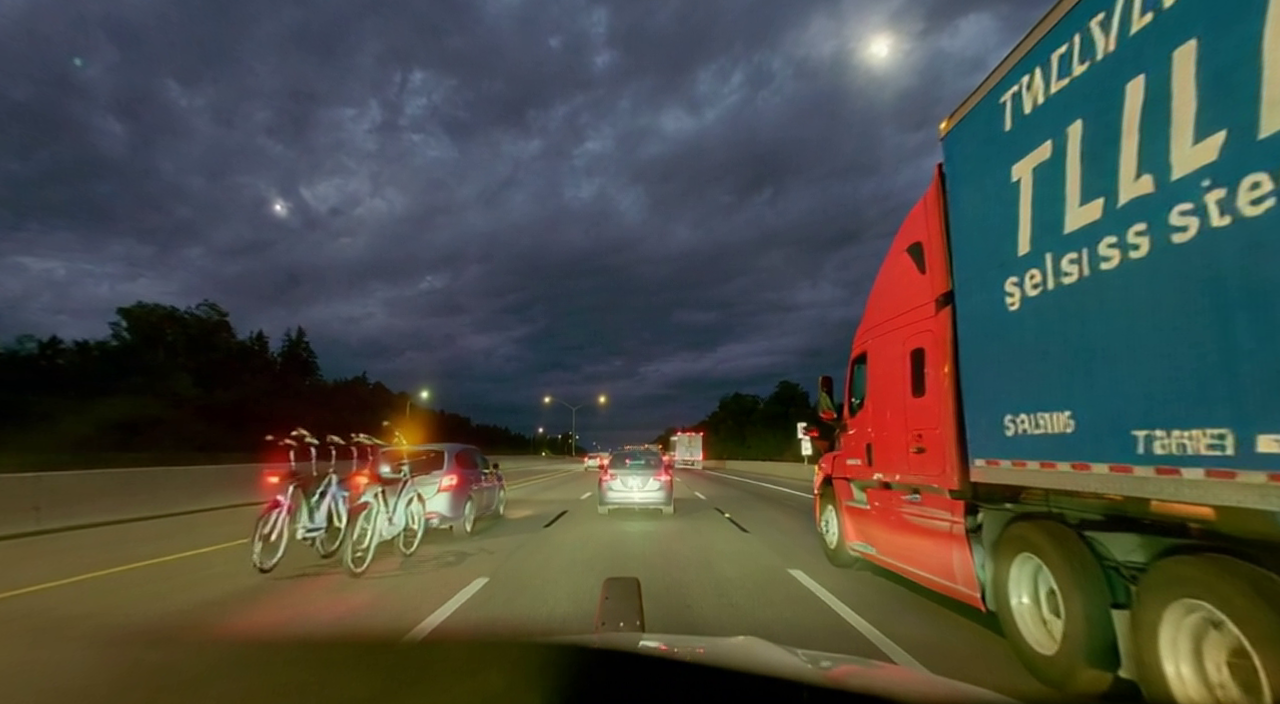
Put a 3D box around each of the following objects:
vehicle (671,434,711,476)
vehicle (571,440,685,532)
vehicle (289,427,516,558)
[{"bbox_3d":[3.440,7.149,43.859,2.234,2.679,5.372,0,-9,-1],"label":"vehicle"},{"bbox_3d":[-0.237,2.613,12.748,1.973,1.574,3.426,0,-9,-1],"label":"vehicle"},{"bbox_3d":[-3.541,2.191,10.550,1.985,1.671,4.604,0,-9,0],"label":"vehicle"}]
